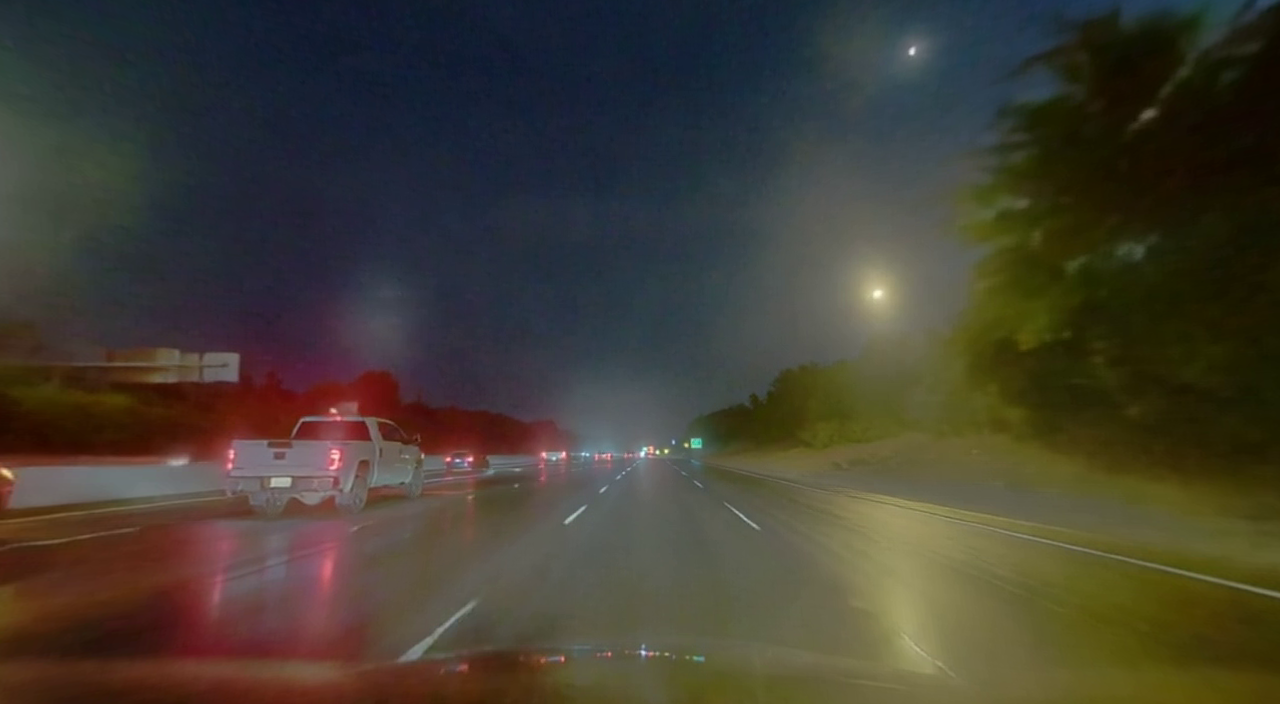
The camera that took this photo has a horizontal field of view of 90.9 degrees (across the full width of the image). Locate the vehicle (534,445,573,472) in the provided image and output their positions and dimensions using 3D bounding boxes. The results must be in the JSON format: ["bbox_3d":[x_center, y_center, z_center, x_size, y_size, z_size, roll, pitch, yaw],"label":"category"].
[{"bbox_3d":[-5.993,7.421,44.222,2.009,1.735,4.358,0,-8,1],"label":"vehicle"}]

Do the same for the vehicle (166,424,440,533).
[{"bbox_3d":[-6.583,2.558,13.621,2.403,1.773,6.276,0,-8,1],"label":"vehicle"}]

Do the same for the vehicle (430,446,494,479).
[{"bbox_3d":[-9.613,5.964,34.410,2.060,1.662,4.469,-1,-8,2],"label":"vehicle"}]
